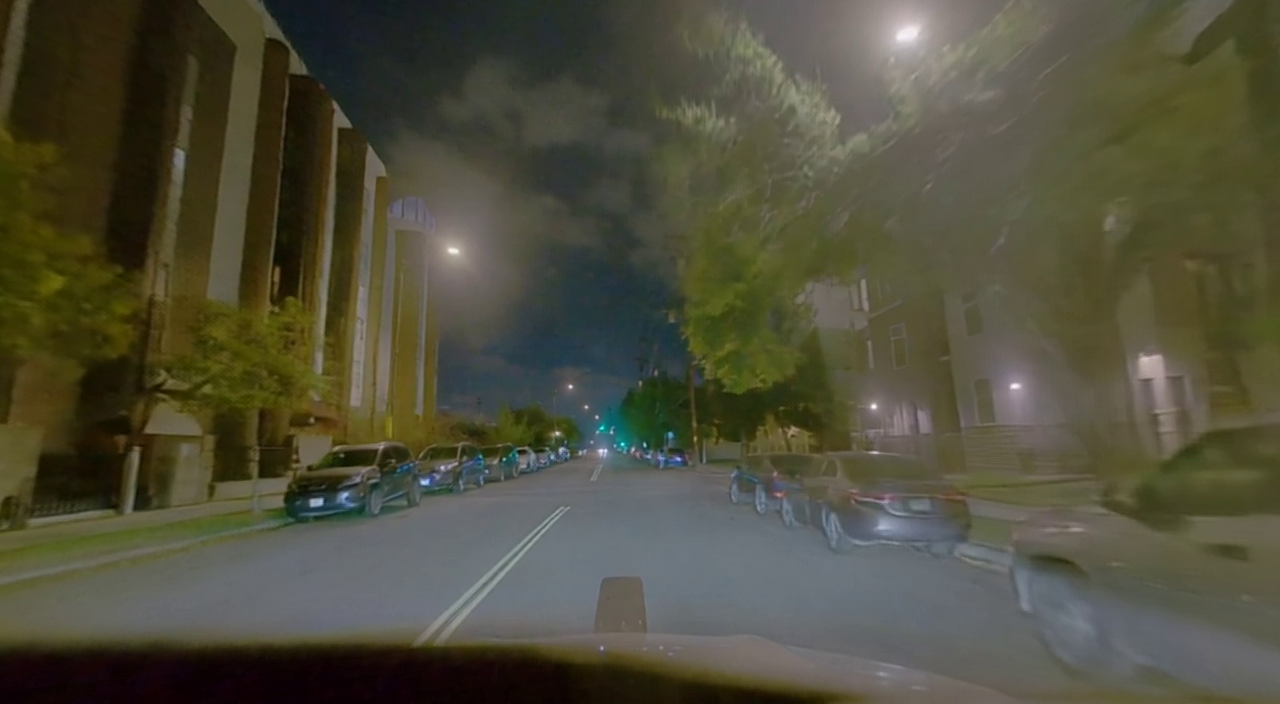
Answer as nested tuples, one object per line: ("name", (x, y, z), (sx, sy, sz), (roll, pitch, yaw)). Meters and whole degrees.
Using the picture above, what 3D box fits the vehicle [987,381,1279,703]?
("vehicle", (3.701, 0.854, 1.896), (2.272, 1.626, 5.170), (0, -8, -1))

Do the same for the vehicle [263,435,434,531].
("vehicle", (-6.801, 3.018, 15.388), (2.056, 1.876, 4.824), (-2, -7, -2))

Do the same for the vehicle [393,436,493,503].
("vehicle", (-7.081, 4.186, 23.241), (2.120, 1.989, 5.616), (-3, -7, -3))

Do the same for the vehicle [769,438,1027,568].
("vehicle", (3.510, 2.112, 9.717), (1.868, 1.494, 4.652), (1, -8, -2))

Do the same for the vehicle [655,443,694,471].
("vehicle", (2.273, 7.082, 42.532), (2.328, 1.730, 4.225), (1, -9, -2))
